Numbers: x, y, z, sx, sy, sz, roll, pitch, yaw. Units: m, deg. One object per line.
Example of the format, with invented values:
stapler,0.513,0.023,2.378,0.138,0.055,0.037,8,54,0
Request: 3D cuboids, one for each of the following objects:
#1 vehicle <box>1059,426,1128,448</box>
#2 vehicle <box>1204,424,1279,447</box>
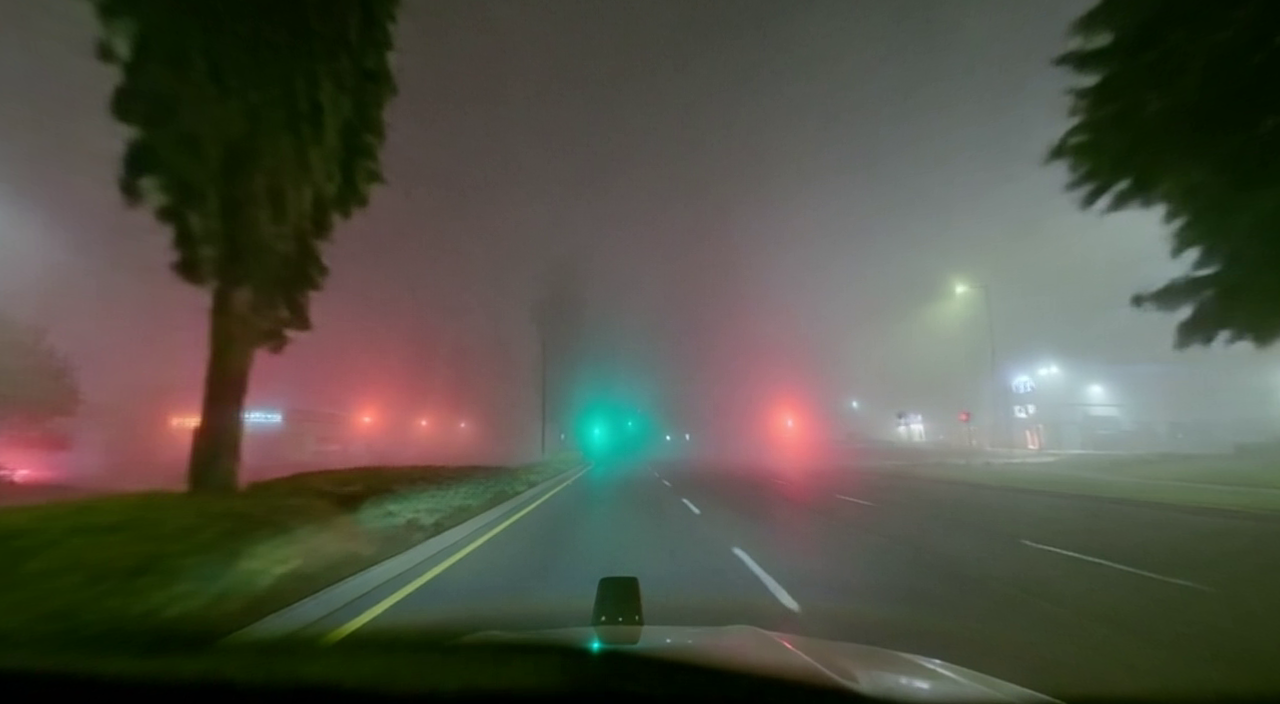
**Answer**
vehicle,35.066,6.642,49.024,1.886,1.548,4.605,0,-9,-1
vehicle,40.927,5.634,42.316,1.816,1.472,4.822,0,-9,0
